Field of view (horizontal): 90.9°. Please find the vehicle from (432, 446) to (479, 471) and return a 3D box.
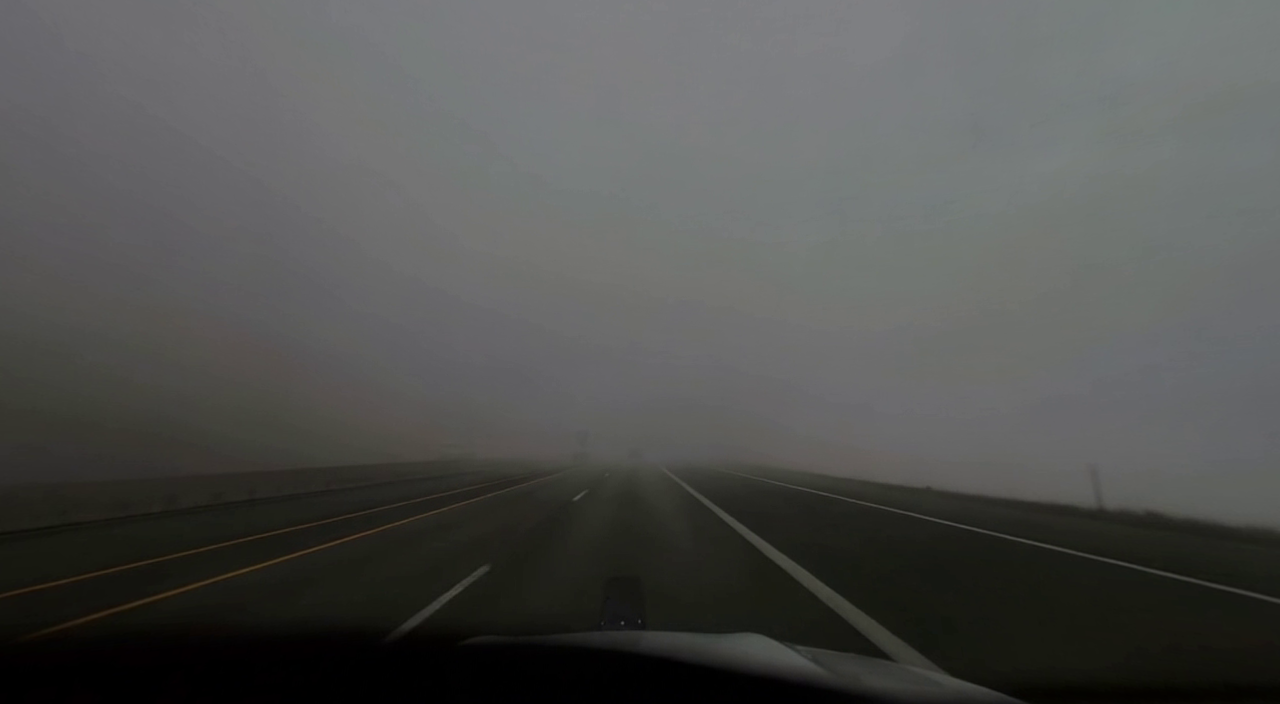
[{"bbox_3d":[-14.059,8.106,48.200,2.065,1.832,4.651,0,-9,2],"label":"vehicle"}]
